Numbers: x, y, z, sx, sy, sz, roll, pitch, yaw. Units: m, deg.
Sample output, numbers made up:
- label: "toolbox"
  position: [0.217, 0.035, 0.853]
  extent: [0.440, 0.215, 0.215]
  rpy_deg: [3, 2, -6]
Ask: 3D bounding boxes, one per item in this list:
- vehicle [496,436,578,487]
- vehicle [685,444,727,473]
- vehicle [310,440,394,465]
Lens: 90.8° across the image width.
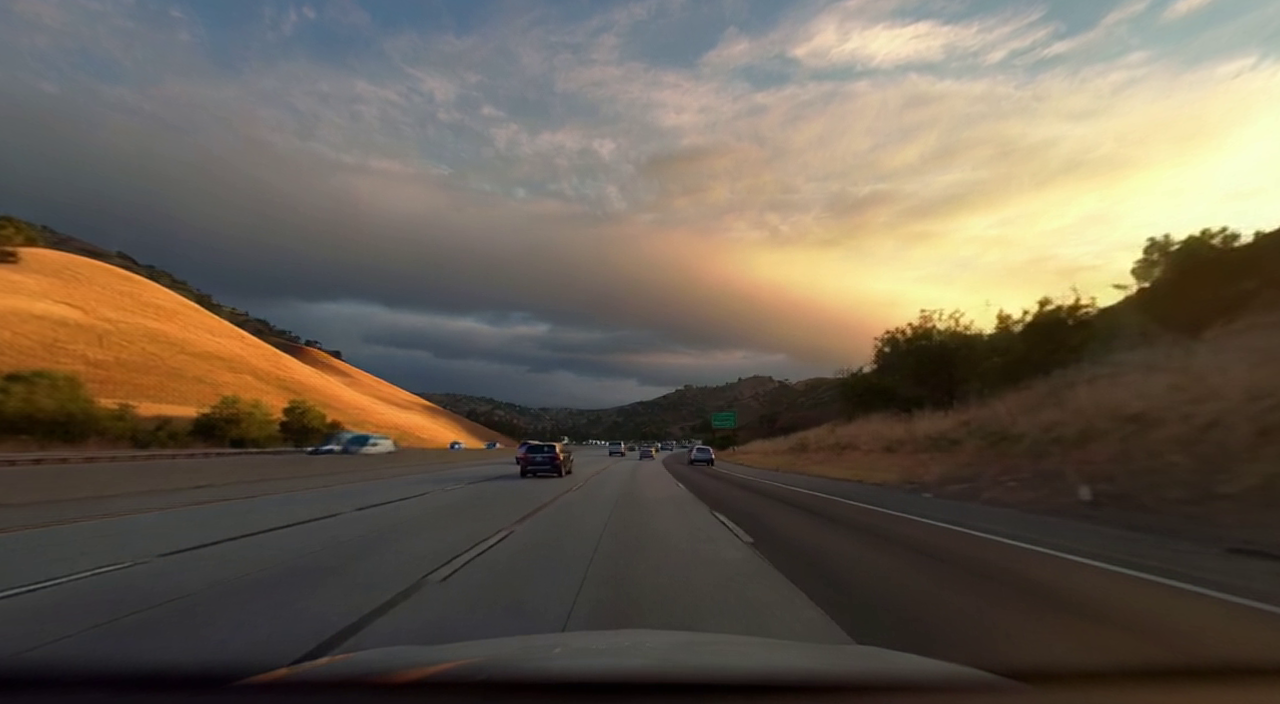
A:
- label: "vehicle"
  position: [-3.659, 4.004, 23.438]
  extent: [2.166, 1.700, 4.661]
  rpy_deg: [0, -8, 1]
- label: "vehicle"
  position: [4.263, 6.937, 41.341]
  extent: [2.164, 1.788, 4.500]
  rpy_deg: [0, -8, -1]
- label: "vehicle"
  position: [-21.372, 7.496, 47.379]
  extent: [2.776, 1.771, 6.840]
  rpy_deg: [-1, -8, 3]
